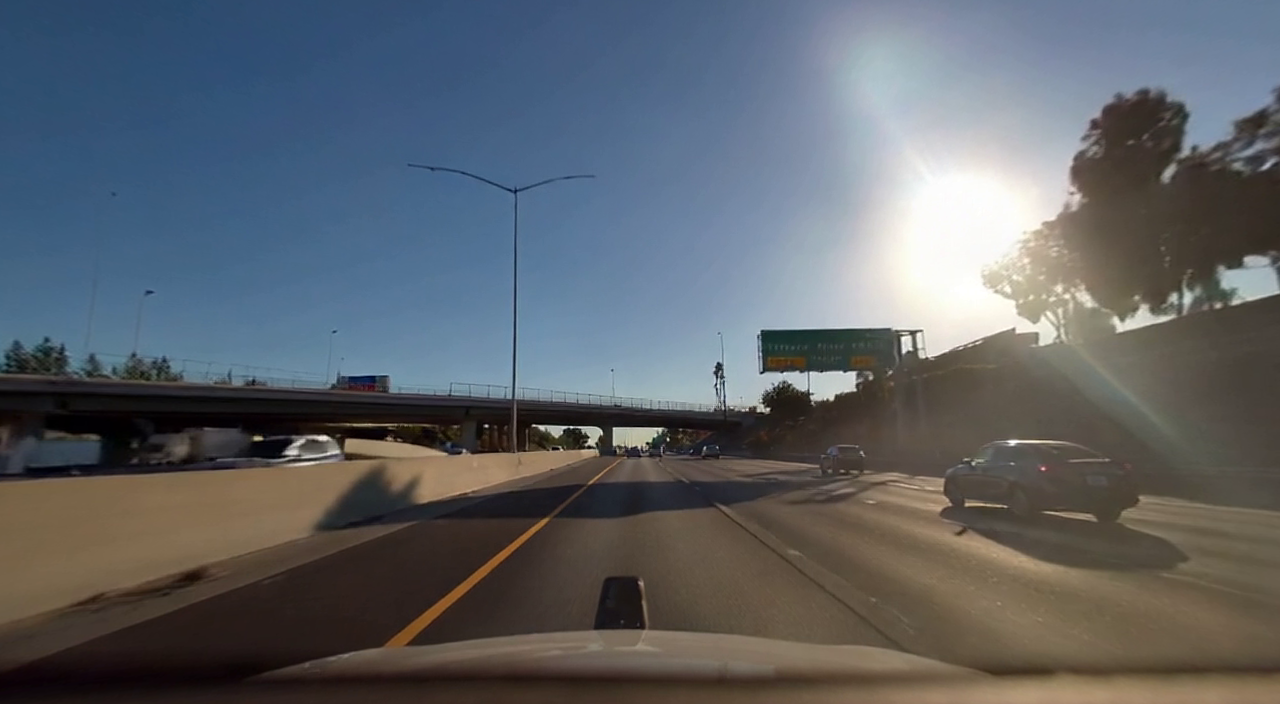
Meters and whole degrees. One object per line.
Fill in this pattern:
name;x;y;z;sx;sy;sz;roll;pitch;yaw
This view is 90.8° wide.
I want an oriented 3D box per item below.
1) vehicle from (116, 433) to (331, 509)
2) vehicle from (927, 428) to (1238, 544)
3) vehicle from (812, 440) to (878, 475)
vehicle;-9.672;2.780;15.289;2.073;1.518;4.635;0;-8;0
vehicle;7.109;2.171;10.992;1.901;1.548;4.684;0;-8;-2
vehicle;10.907;5.604;33.954;2.068;1.680;4.361;-1;-8;0
